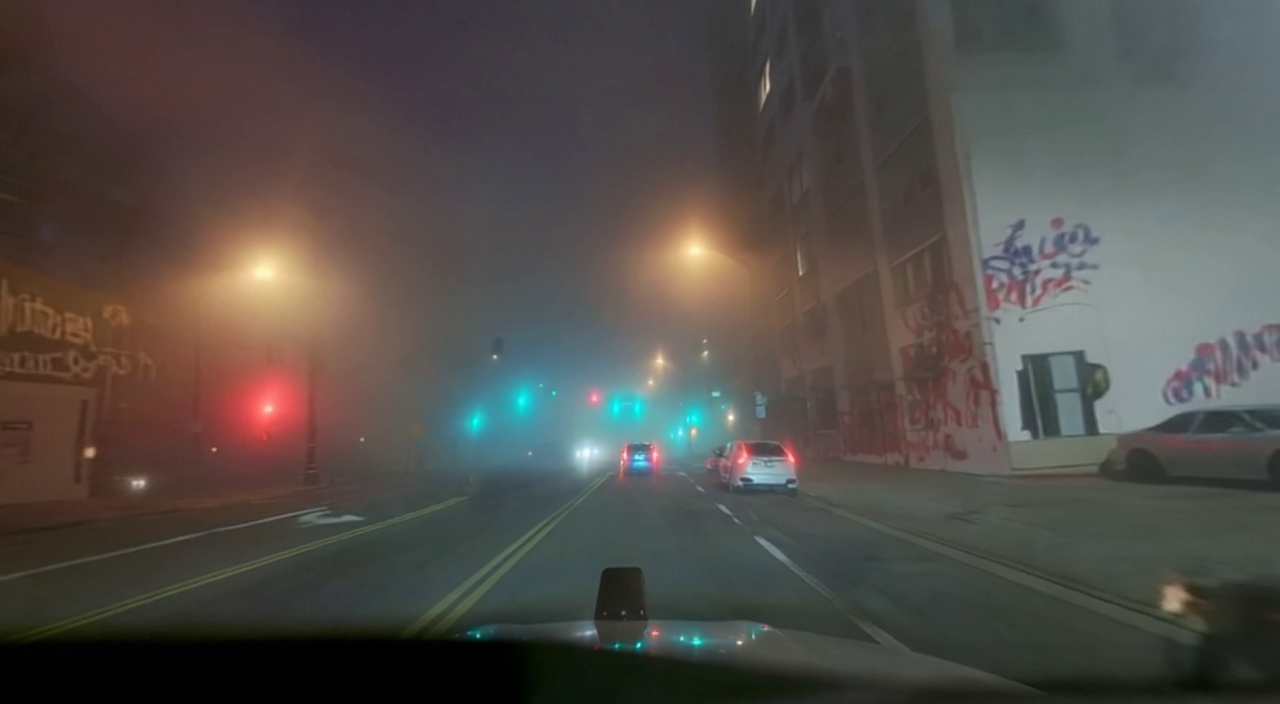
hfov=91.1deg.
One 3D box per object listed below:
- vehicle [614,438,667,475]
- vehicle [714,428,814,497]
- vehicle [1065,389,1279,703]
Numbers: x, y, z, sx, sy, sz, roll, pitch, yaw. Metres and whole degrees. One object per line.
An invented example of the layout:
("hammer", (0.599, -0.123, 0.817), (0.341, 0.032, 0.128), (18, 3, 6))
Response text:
("vehicle", (0.012, 4.615, 27.899), (2.153, 1.505, 4.452), (0, -9, 0))
("vehicle", (3.378, 3.110, 18.075), (1.938, 1.714, 4.402), (0, -9, -1))
("vehicle", (3.127, 0.726, 0.937), (2.062, 1.535, 4.206), (0, -9, 1))
